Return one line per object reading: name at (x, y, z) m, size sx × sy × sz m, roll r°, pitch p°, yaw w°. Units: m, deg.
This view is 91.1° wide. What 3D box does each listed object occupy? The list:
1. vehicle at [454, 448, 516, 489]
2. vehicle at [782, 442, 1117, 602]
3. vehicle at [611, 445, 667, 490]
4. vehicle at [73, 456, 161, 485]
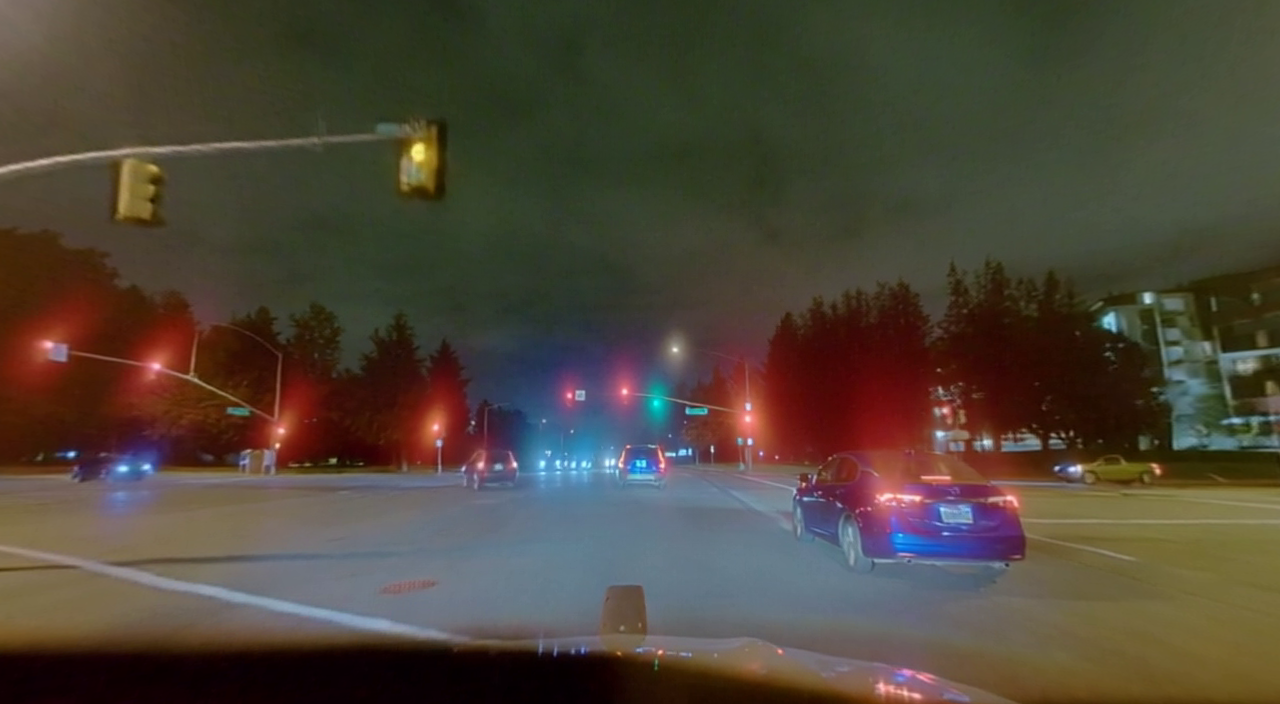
vehicle at (-6.985, 5.142, 28.068) m, size 1.987 × 1.633 × 4.005 m, roll 4°, pitch -9°, yaw -23°
vehicle at (3.407, 1.931, 8.178) m, size 2.056 × 1.468 × 4.520 m, roll 0°, pitch -9°, yaw 0°
vehicle at (-0.044, 4.669, 25.717) m, size 2.108 × 1.654 × 4.235 m, roll 0°, pitch -9°, yaw 0°
vehicle at (-31.487, 7.091, 37.817) m, size 4.422 × 1.605 × 1.955 m, roll -3°, pitch -9°, yaw 20°
